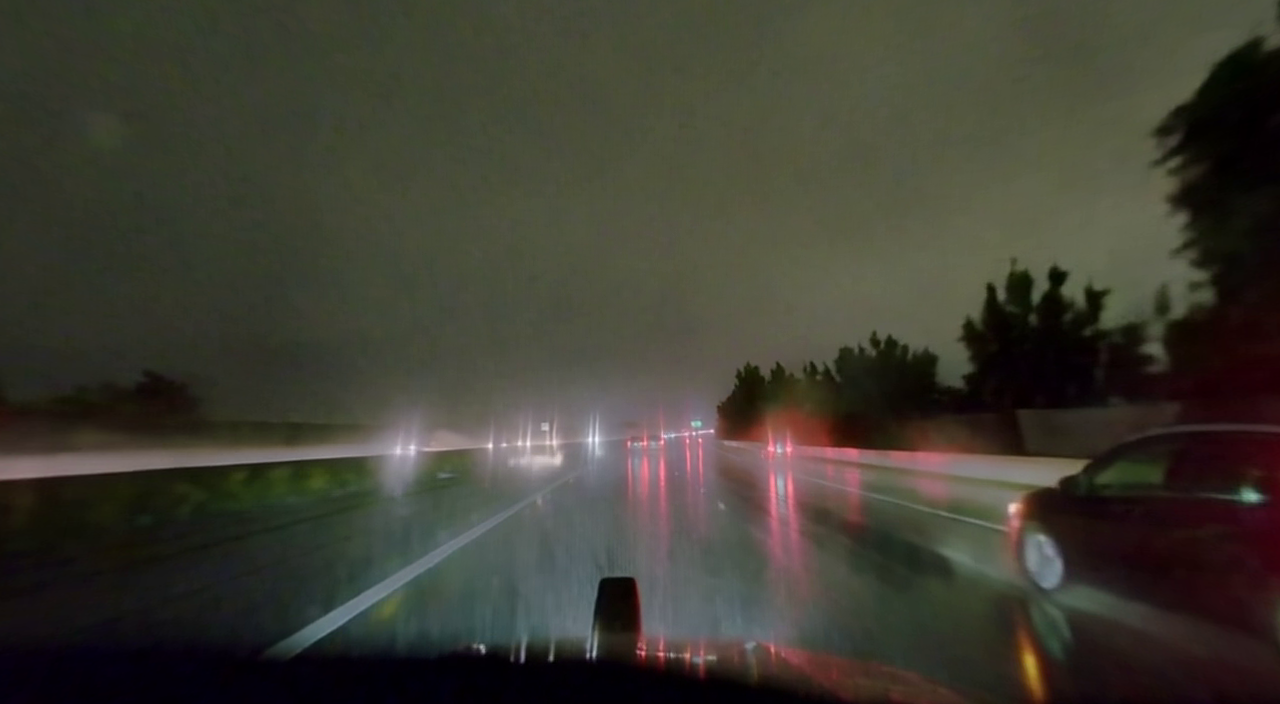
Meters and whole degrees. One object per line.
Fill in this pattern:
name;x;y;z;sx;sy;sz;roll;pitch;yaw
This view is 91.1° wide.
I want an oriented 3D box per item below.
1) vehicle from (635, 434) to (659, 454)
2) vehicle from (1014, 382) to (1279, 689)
vehicle;0.504;7.057;48.460;1.771;1.480;3.781;0;-8;0
vehicle;4.170;0.973;3.514;1.834;1.548;3.651;0;-8;-1
